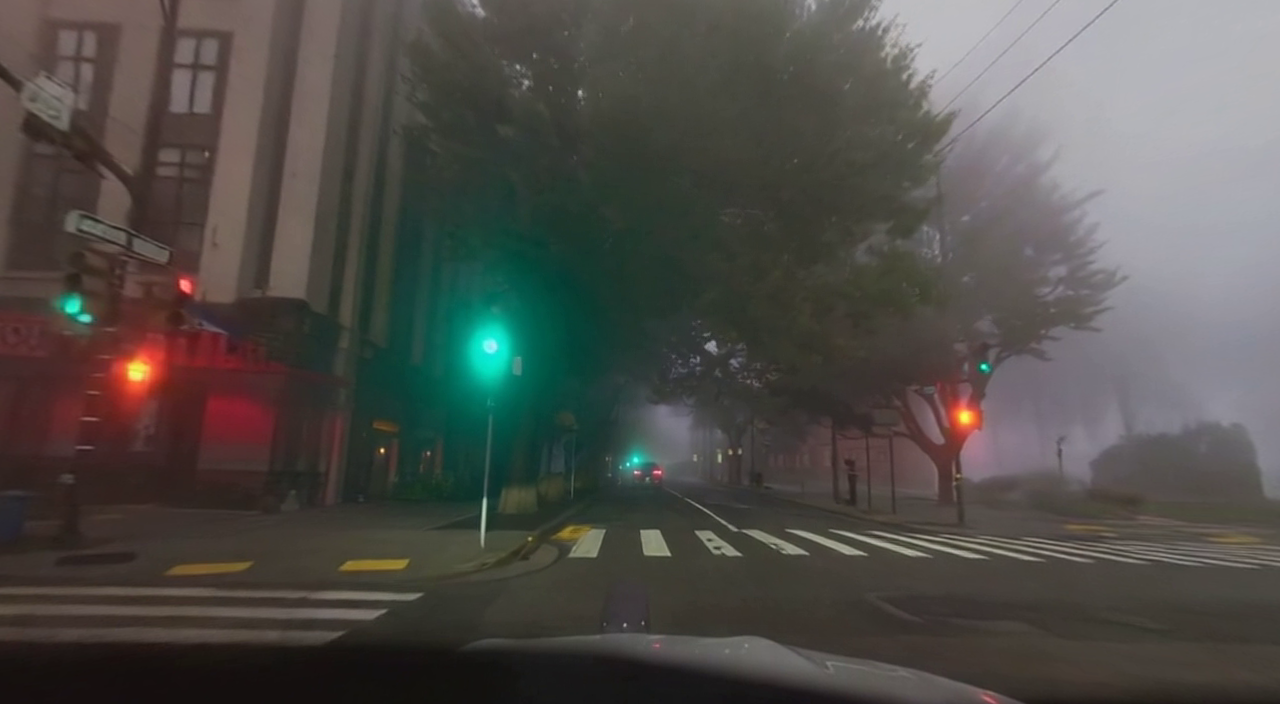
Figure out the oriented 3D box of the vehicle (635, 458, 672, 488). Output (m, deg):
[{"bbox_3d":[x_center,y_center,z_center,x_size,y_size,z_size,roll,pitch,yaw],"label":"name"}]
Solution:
[{"bbox_3d":[0.770,7.081,37.113,2.079,1.621,3.861,0,-9,0],"label":"vehicle"}]
